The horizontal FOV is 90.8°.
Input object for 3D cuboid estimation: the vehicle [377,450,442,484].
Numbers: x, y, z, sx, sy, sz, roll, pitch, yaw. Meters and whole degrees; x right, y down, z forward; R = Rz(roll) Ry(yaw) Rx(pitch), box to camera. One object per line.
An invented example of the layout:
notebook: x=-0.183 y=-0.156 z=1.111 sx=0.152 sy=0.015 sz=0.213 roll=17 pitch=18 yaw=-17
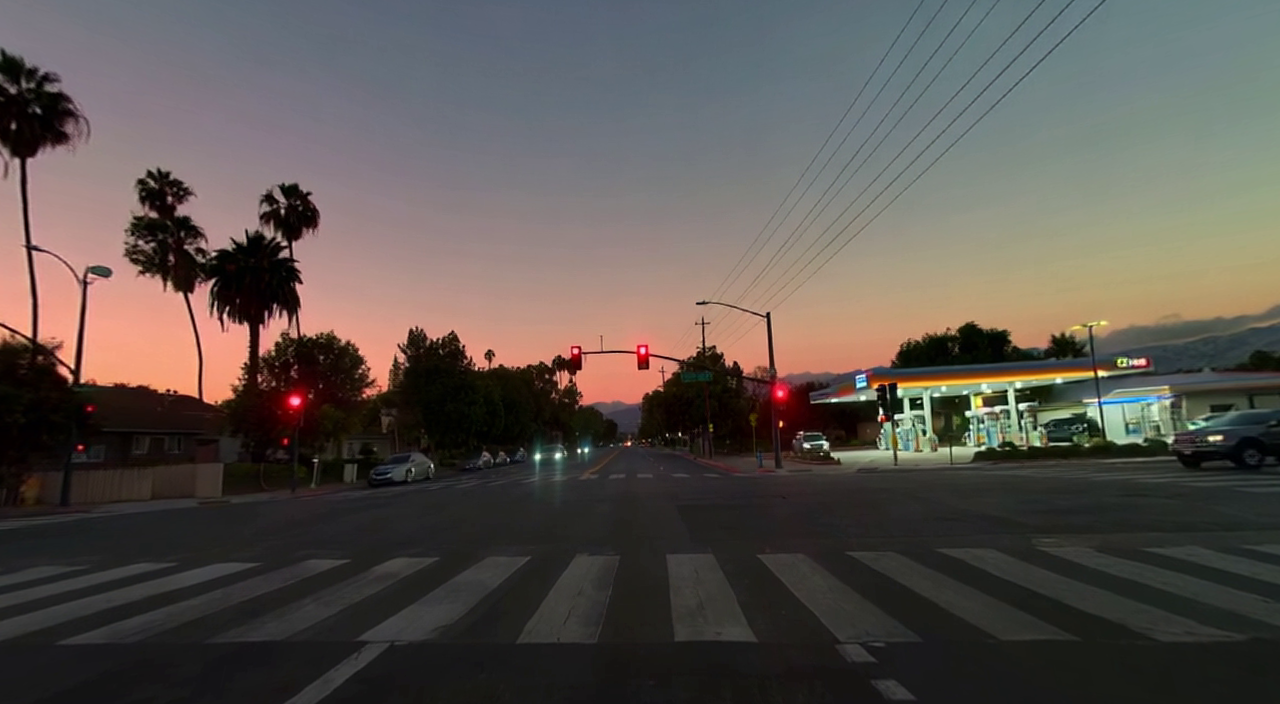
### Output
vehicle: x=-13.030 y=6.480 z=36.012 sx=2.009 sy=1.777 sz=4.559 roll=0 pitch=-9 yaw=-1

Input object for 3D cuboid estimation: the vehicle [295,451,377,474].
vehicle: x=-20.939 y=7.600 z=43.594 sx=4.672 sy=1.469 sz=1.816 roll=0 pitch=-9 yaw=-2

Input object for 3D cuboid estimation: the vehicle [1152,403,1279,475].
vehicle: x=17.378 y=2.390 z=17.312 sx=5.086 sy=1.817 sz=1.952 roll=0 pitch=-9 yaw=-5
